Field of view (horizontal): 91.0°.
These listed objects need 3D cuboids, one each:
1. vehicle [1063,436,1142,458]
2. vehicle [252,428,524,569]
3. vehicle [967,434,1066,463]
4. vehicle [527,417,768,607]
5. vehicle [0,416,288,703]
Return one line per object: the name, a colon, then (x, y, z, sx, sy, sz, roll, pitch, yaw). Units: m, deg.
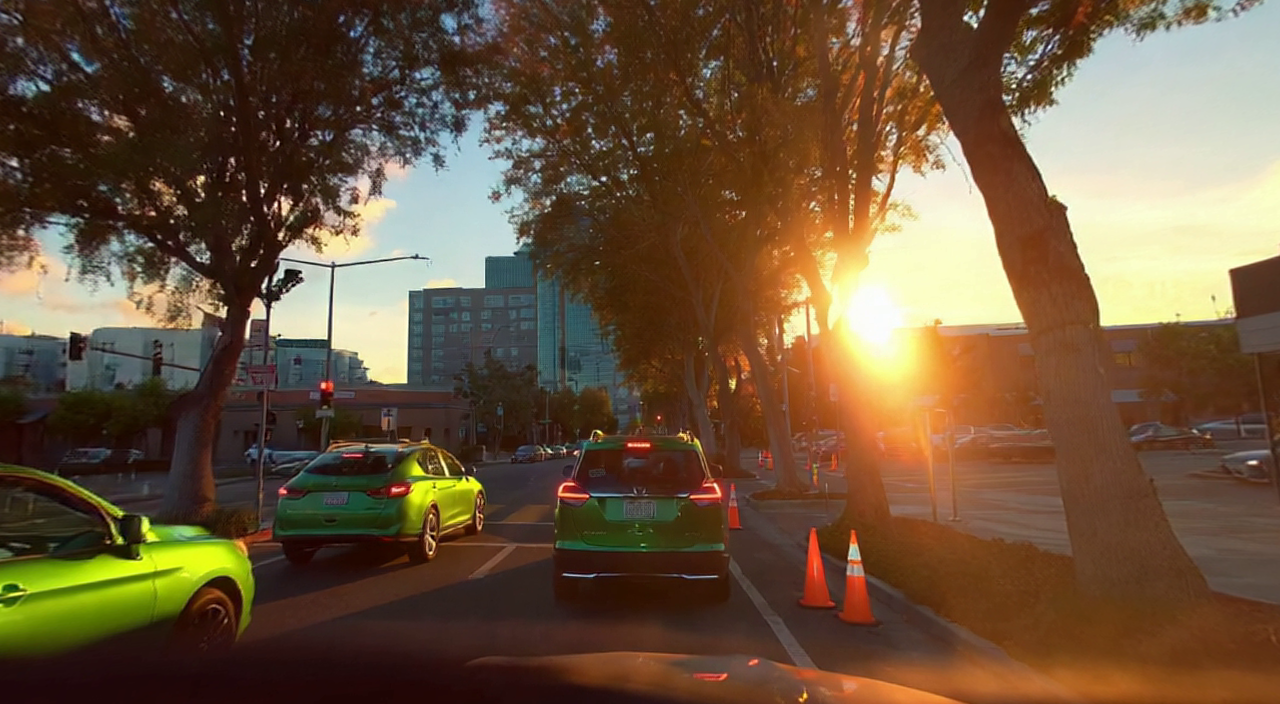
vehicle: (36.660, 7.554, 49.987, 4.791, 1.635, 1.857, 0, -9, 1)
vehicle: (-3.272, 2.000, 9.437, 1.989, 1.541, 4.626, 0, -9, 2)
vehicle: (24.398, 6.269, 40.999, 5.043, 1.759, 2.085, 0, -9, 2)
vehicle: (0.106, 1.624, 7.202, 2.021, 1.560, 3.676, 0, -9, 1)
vehicle: (-3.594, 0.944, 2.146, 1.964, 1.497, 4.722, 0, -9, 1)
